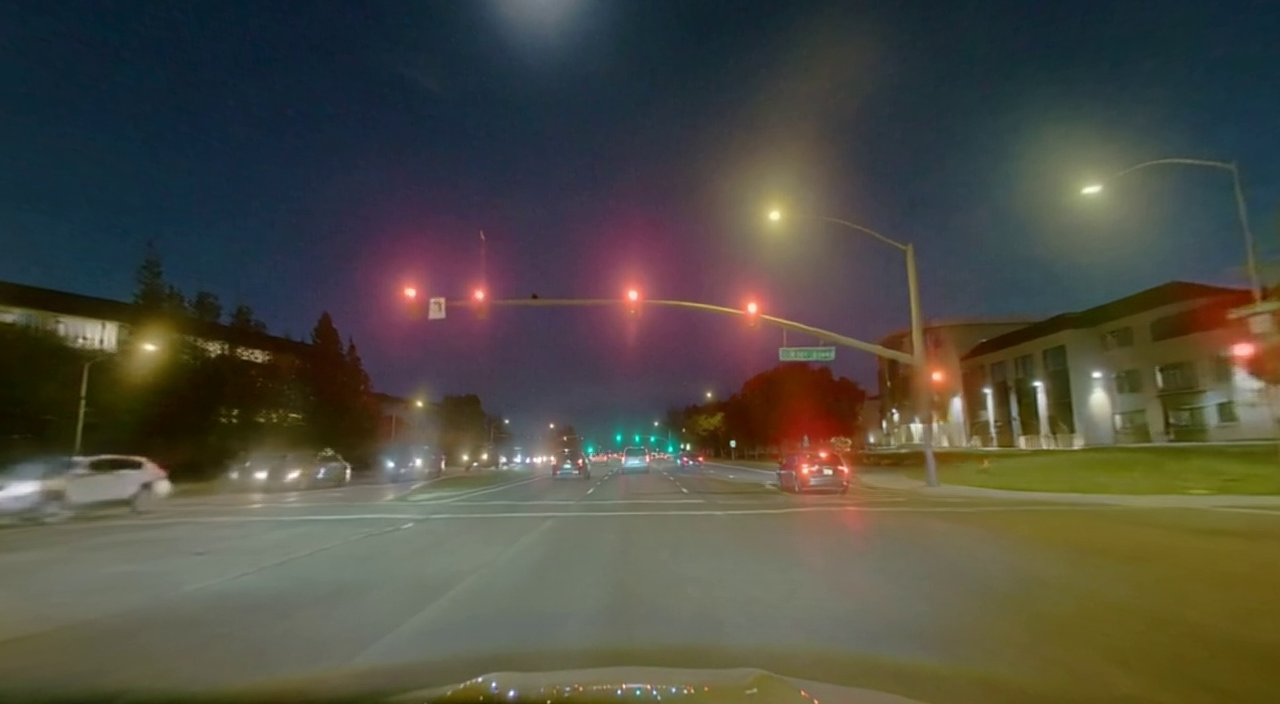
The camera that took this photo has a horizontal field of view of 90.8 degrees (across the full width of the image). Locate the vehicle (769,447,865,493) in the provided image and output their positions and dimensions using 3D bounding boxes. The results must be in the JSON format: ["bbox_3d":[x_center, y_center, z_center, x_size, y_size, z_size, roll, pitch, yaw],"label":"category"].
[{"bbox_3d":[6.198,4.177,22.746,2.028,1.451,4.625,0,-8,-2],"label":"vehicle"}]

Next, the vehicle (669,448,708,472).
[{"bbox_3d":[2.978,6.739,39.631,2.014,1.430,4.103,0,-8,-2],"label":"vehicle"}]

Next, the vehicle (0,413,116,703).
[{"bbox_3d":[-3.658,0.749,0.947,2.018,1.476,4.364,0,-8,-1],"label":"vehicle"}]

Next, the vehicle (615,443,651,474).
[{"bbox_3d":[-0.356,6.275,37.417,2.008,1.716,4.125,0,-8,0],"label":"vehicle"}]

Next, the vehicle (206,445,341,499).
[{"bbox_3d":[-12.159,3.967,21.389,1.975,1.450,4.561,-4,-8,-1],"label":"vehicle"}]

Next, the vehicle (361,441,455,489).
[{"bbox_3d":[-8.975,4.348,24.836,1.929,1.492,4.430,-5,-7,1],"label":"vehicle"}]

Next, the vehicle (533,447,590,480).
[{"bbox_3d":[-3.699,5.332,30.570,2.163,1.474,4.413,0,-8,1],"label":"vehicle"}]

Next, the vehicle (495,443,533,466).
[{"bbox_3d":[-9.371,7.685,47.426,2.026,1.639,4.496,0,-8,-1],"label":"vehicle"}]

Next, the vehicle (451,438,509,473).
[{"bbox_3d":[-9.211,5.960,36.745,2.185,1.752,4.599,-4,-8,0],"label":"vehicle"}]
